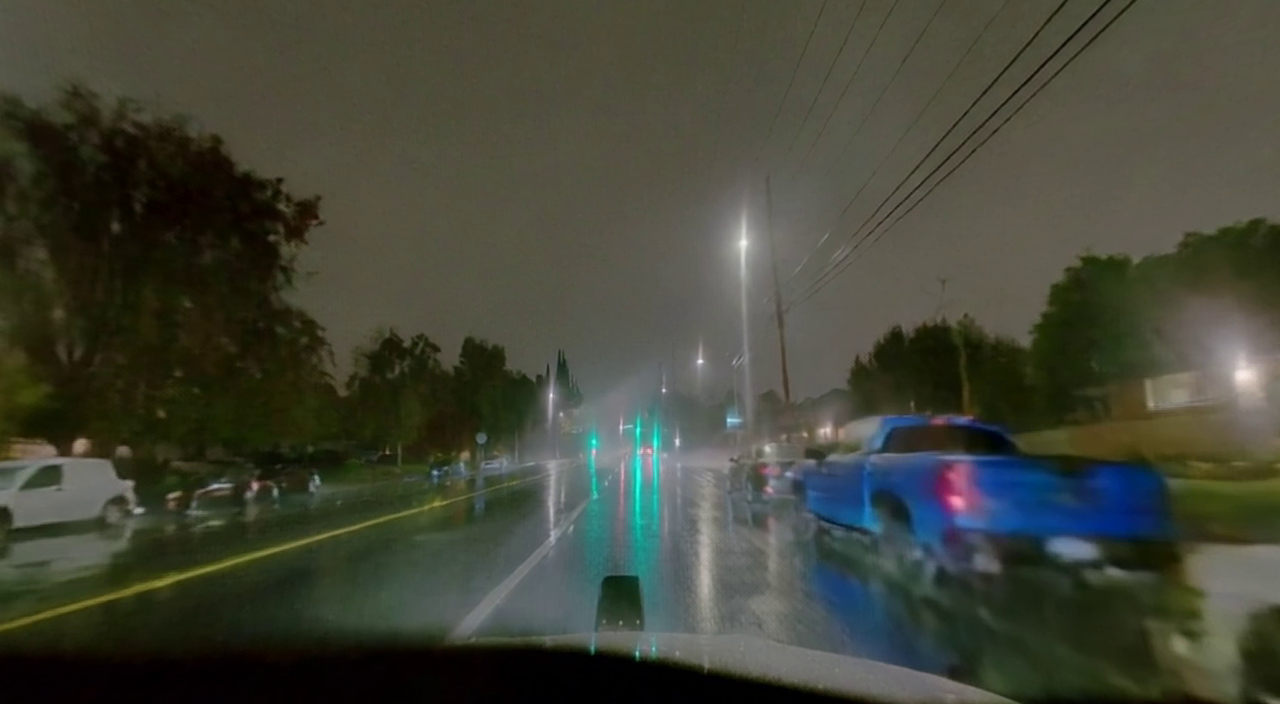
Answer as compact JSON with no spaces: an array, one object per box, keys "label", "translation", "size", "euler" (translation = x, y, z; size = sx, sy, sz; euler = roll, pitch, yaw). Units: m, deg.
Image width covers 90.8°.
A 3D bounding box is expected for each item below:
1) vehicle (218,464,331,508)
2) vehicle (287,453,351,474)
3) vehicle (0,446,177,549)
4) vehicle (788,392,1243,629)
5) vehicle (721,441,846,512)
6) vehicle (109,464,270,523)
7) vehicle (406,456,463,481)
[{"label":"vehicle","translation":[-13.779,5.044,24.174],"size":[1.802,1.402,4.251],"euler":[-1,-9,0]},{"label":"vehicle","translation":[-24.154,8.442,47.641],"size":[3.894,1.459,1.638],"euler":[0,-12,0]},{"label":"vehicle","translation":[-13.665,3.201,14.319],"size":[2.155,1.991,5.722],"euler":[-3,-8,-2]},{"label":"vehicle","translation":[3.531,1.616,7.655],"size":[2.112,1.802,5.474],"euler":[0,-8,0]},{"label":"vehicle","translation":[3.456,3.094,16.276],"size":[2.093,1.524,4.835],"euler":[0,-9,0]},{"label":"vehicle","translation":[-13.763,4.298,19.693],"size":[1.801,1.464,4.367],"euler":[0,-8,0]},{"label":"vehicle","translation":[-13.594,7.715,42.058],"size":[1.901,1.481,4.636],"euler":[-1,-9,4]}]
